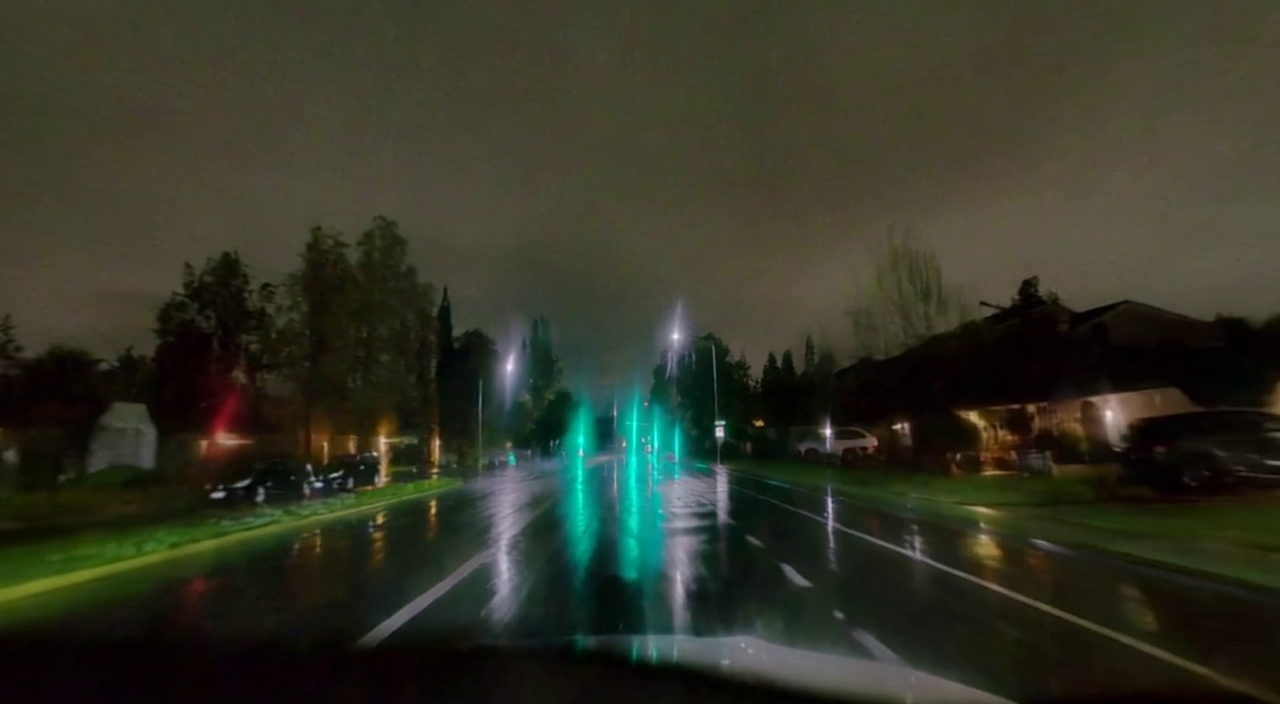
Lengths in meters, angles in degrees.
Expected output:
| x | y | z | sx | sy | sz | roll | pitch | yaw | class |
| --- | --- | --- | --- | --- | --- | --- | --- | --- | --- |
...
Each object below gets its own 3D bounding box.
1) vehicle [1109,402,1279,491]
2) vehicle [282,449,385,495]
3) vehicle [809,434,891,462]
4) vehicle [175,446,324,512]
| x | y | z | sx | sy | sz | roll | pitch | yaw | class |
| --- | --- | --- | --- | --- | --- | --- | --- | --- | --- |
| 13.344 | 2.038 | 13.683 | 4.577 | 1.770 | 2.006 | -3 | -9 | 17 | vehicle |
| -12.611 | 4.924 | 26.356 | 2.110 | 1.709 | 4.426 | 0 | -8 | -1 | vehicle |
| 13.633 | 6.256 | 41.235 | 4.629 | 1.770 | 1.959 | 0 | -8 | 0 | vehicle |
| -12.600 | 4.068 | 20.845 | 2.003 | 1.804 | 4.554 | -1 | -7 | 0 | vehicle |
